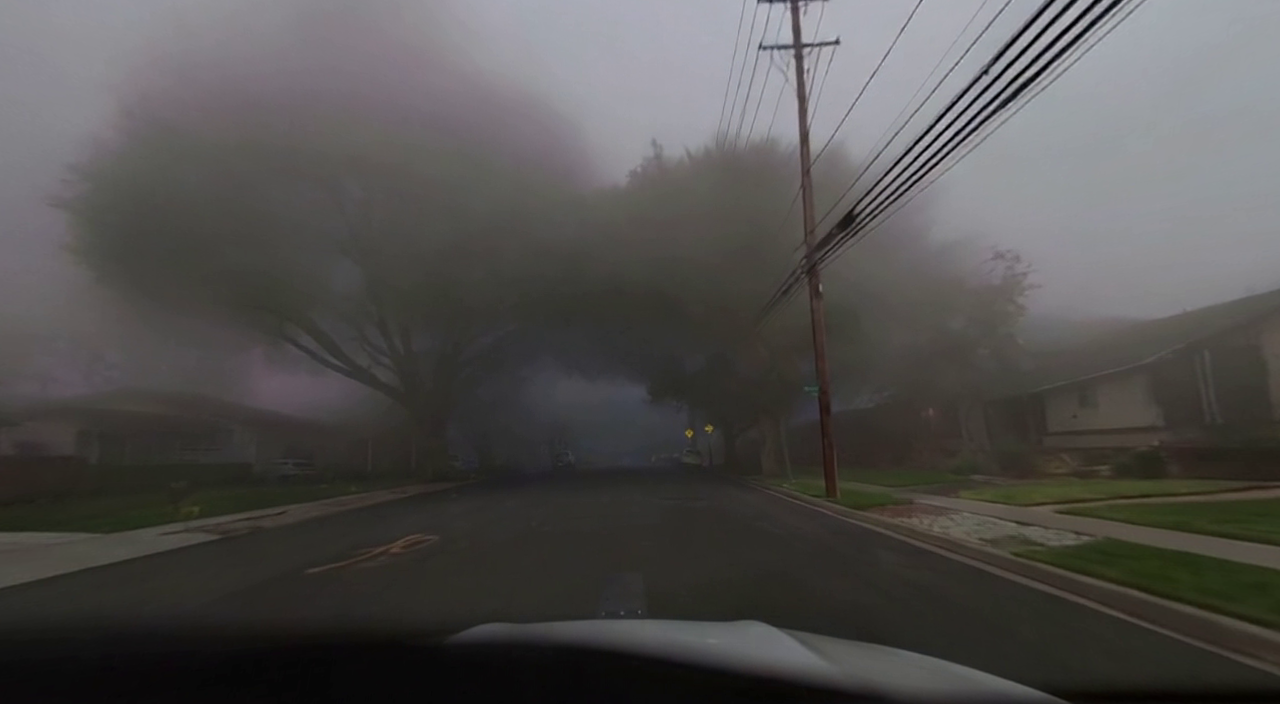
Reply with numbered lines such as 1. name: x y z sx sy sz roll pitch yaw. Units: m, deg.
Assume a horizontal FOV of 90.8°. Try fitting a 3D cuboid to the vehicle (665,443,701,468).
1. vehicle: 3.086 7.587 46.376 2.128 1.724 4.492 0 -8 -2
